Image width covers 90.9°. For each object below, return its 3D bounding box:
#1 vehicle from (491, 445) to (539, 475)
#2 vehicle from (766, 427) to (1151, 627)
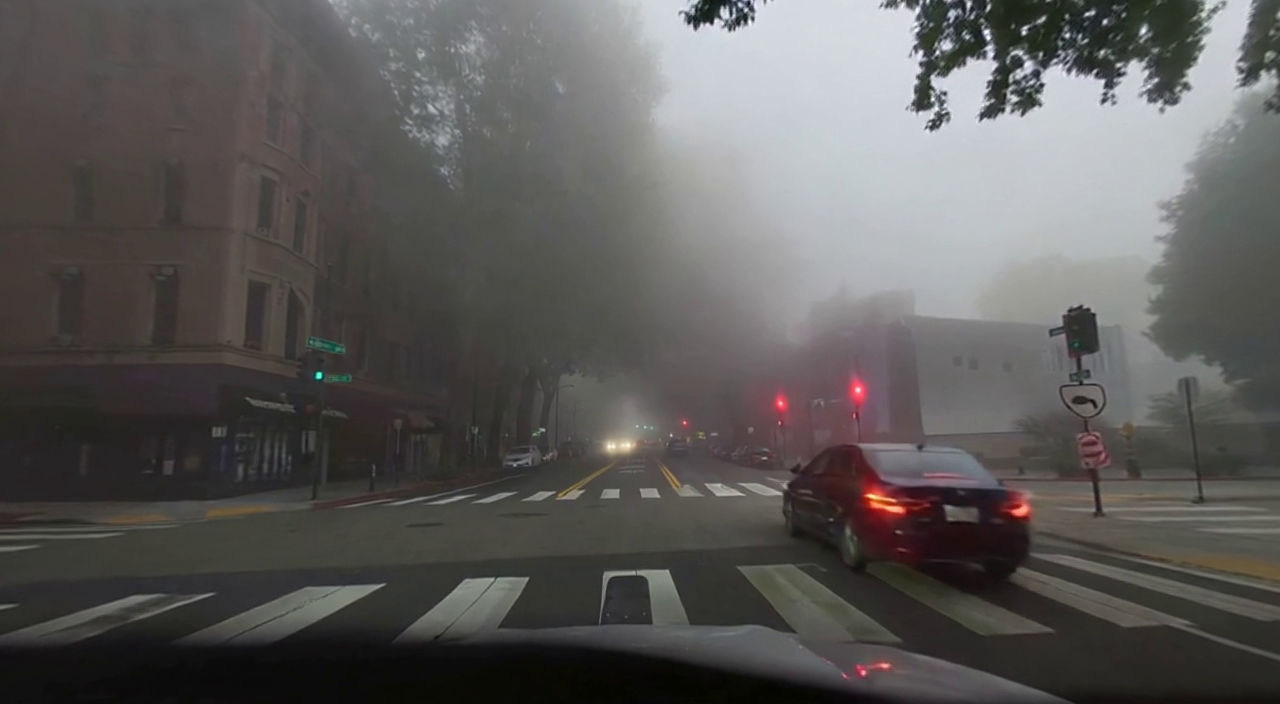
[{"bbox_3d":[-7.231,6.244,36.833,2.127,1.533,4.547,-1,-8,-3],"label":"vehicle"},{"bbox_3d":[2.793,1.611,6.809,2.014,1.474,4.090,0,-8,0],"label":"vehicle"}]
